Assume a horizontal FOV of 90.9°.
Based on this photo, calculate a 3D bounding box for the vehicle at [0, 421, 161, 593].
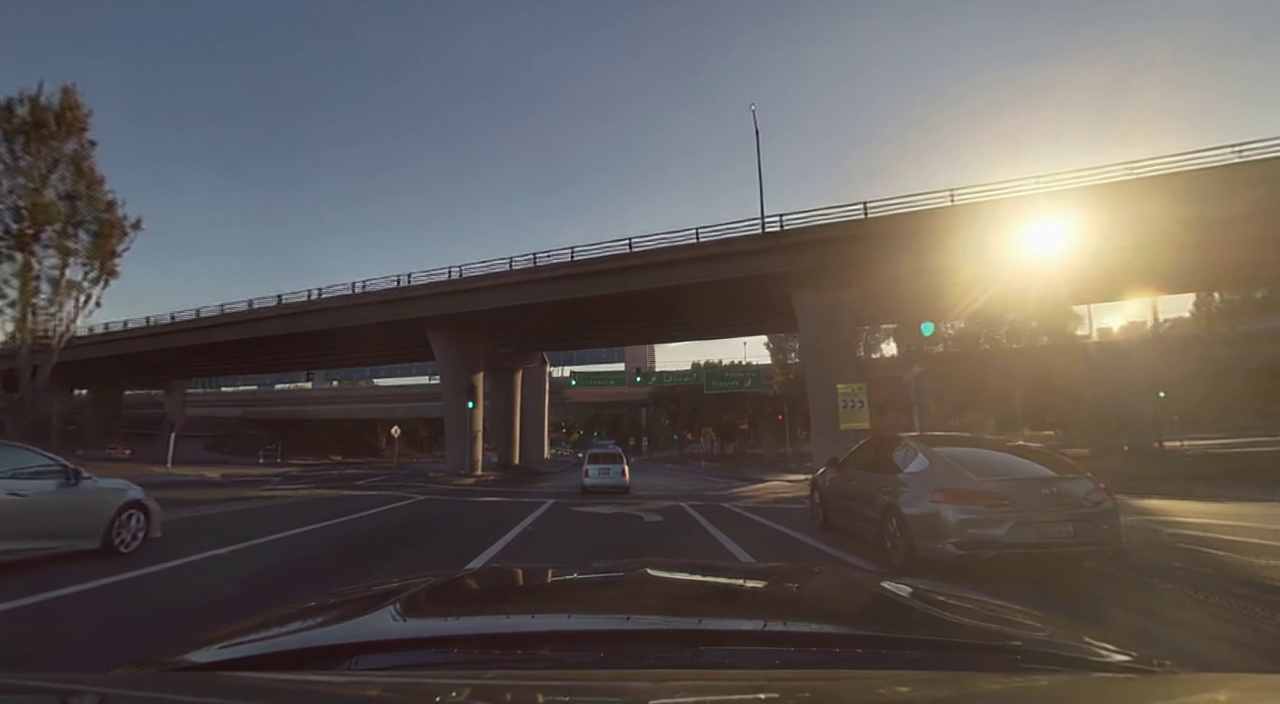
[{"bbox_3d":[-7.326,1.508,6.057,2.108,1.670,4.235,0,-8,-1],"label":"vehicle"}]
